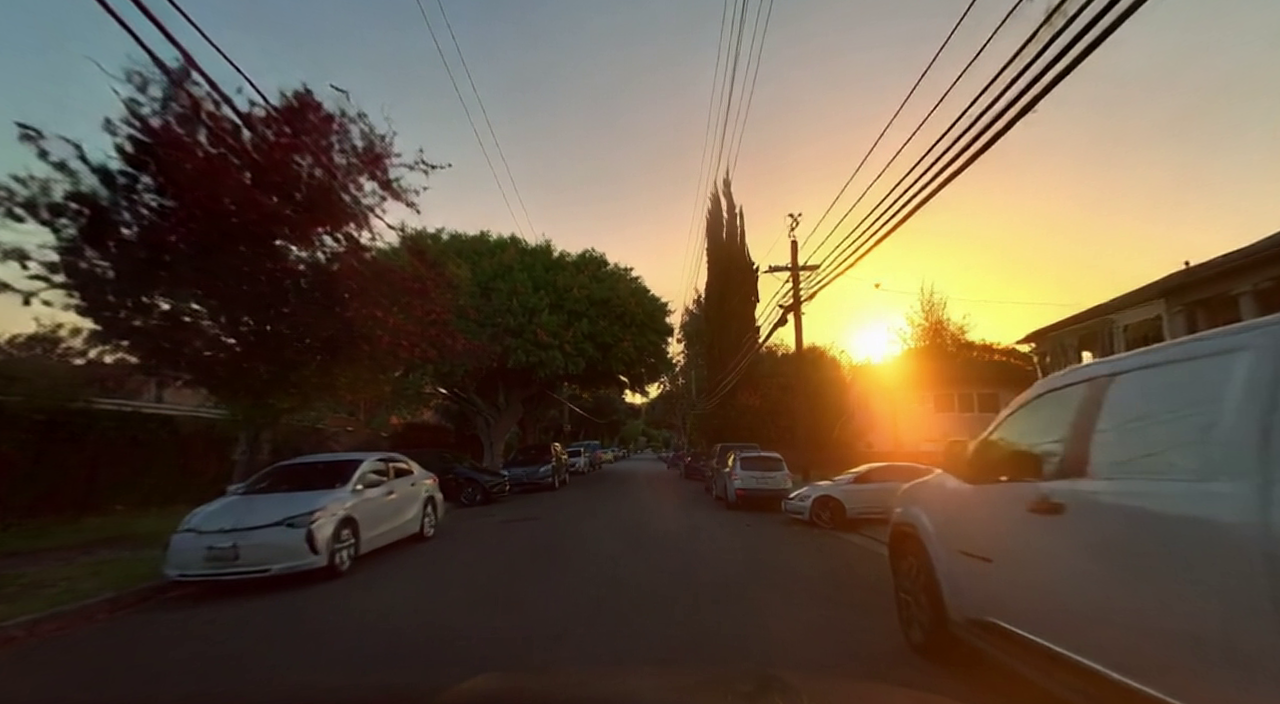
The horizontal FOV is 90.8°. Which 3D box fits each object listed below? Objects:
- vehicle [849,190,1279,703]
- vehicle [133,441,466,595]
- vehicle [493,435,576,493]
[{"bbox_3d":[2.746,0.705,2.175,2.295,2.019,5.212,0,-8,1],"label":"vehicle"},{"bbox_3d":[-4.117,2.037,8.815,1.988,1.541,4.686,0,-8,1],"label":"vehicle"},{"bbox_3d":[-3.871,4.187,24.167,2.280,1.953,5.092,0,-8,0],"label":"vehicle"}]
